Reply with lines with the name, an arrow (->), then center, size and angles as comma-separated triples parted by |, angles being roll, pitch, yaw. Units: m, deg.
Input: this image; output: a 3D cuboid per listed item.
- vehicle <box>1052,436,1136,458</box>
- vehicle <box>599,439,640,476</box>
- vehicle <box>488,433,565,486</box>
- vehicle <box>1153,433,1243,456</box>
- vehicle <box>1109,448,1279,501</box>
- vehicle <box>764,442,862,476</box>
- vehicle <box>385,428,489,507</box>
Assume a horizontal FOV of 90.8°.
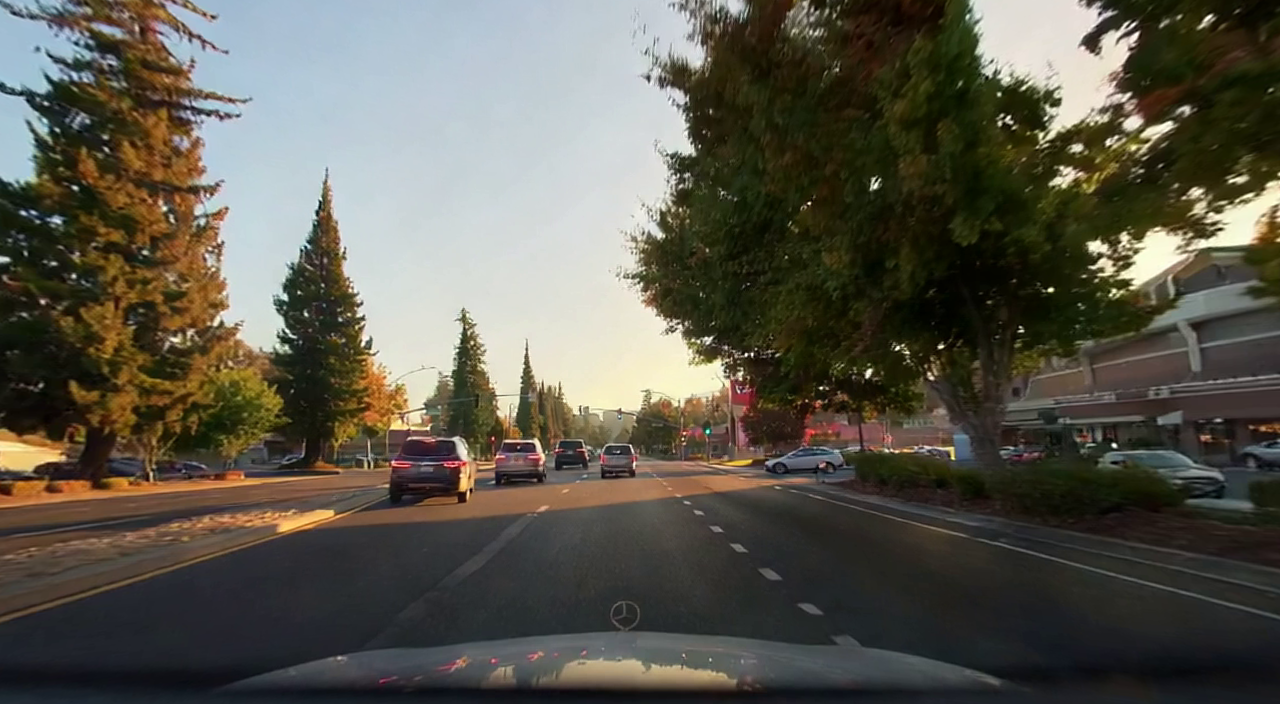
vehicle -> 31.355, 6.580, 43.684 | 4.352, 1.482, 1.954 | 0, -9, -4
vehicle -> -1.092, 5.578, 33.693 | 2.061, 1.809, 4.141 | 0, -8, -2
vehicle -> -4.326, 4.211, 25.037 | 2.159, 1.877, 4.925 | 0, -8, 0
vehicle -> 38.639, 6.413, 43.822 | 4.436, 1.481, 1.886 | -1, -8, -2
vehicle -> 17.439, 3.706, 19.380 | 4.683, 1.457, 1.906 | 0, -9, -5
vehicle -> 9.424, 5.809, 34.559 | 4.734, 1.726, 2.039 | 2, -9, -12
vehicle -> -5.295, 3.032, 17.127 | 2.093, 1.803, 4.668 | 1, -9, -11
